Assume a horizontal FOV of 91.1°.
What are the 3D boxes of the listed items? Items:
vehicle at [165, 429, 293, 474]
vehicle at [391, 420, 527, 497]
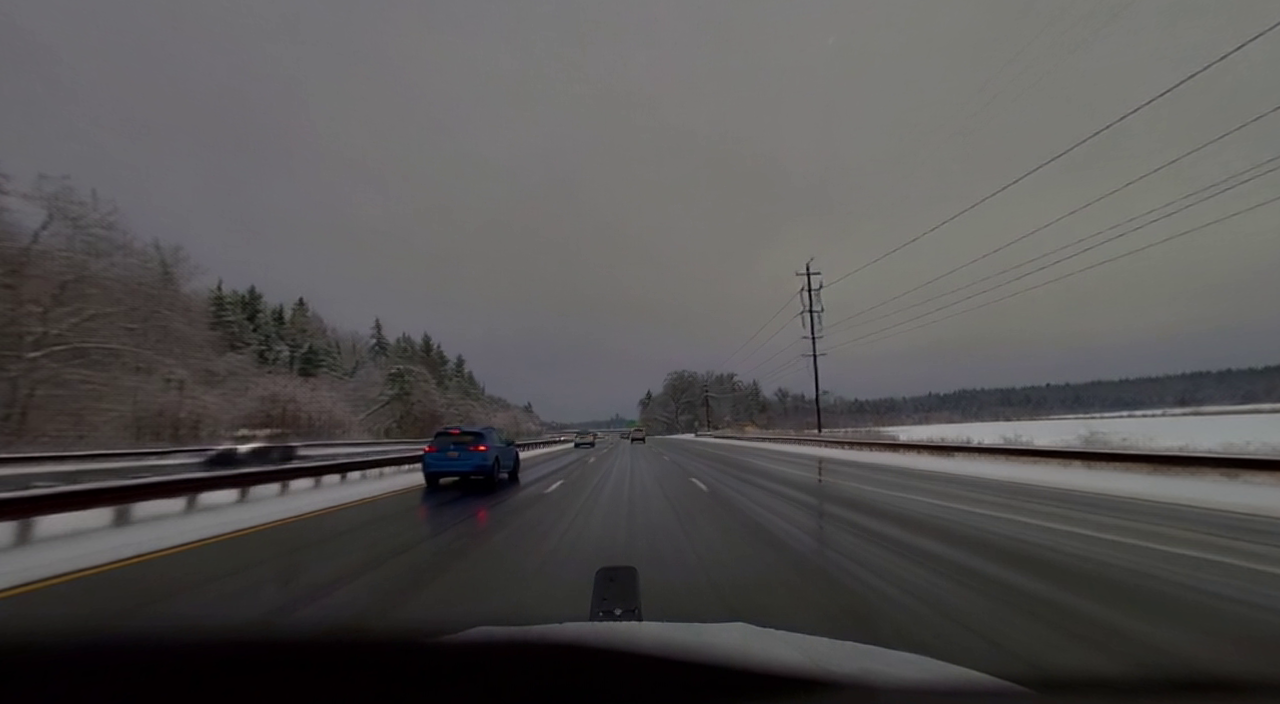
[{"bbox_3d":[-16.785,4.053,26.067,2.033,1.673,4.852,0,-8,-1],"label":"vehicle"},{"bbox_3d":[-4.130,2.485,15.174,2.023,1.580,4.259,0,-8,0],"label":"vehicle"}]
